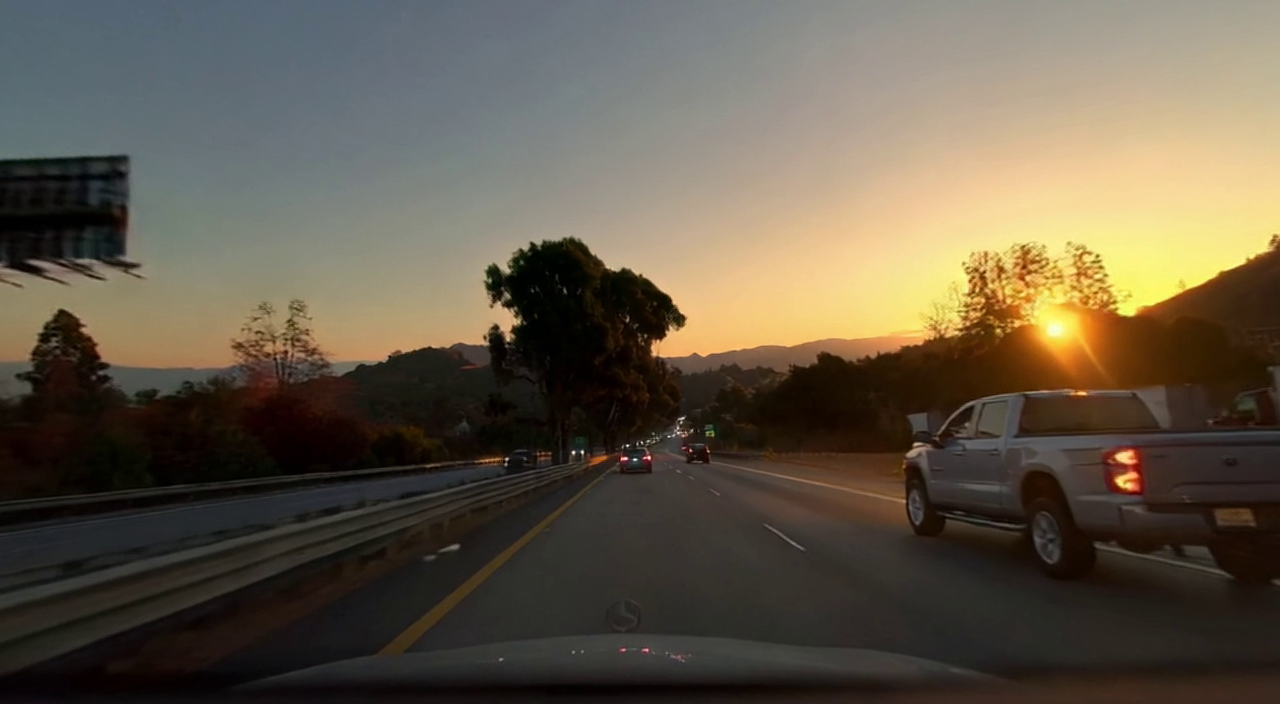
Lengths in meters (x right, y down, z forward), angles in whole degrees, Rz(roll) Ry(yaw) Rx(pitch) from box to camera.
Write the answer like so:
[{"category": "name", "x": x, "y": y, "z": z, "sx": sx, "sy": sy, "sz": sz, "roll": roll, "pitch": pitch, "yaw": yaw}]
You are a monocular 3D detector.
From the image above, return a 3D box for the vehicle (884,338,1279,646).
[{"category": "vehicle", "x": 4.630, "y": 1.235, "z": 6.436, "sx": 2.261, "sy": 1.952, "sz": 4.784, "roll": 0, "pitch": -9, "yaw": 0}]

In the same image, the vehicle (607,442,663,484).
[{"category": "vehicle", "x": -0.185, "y": 4.261, "z": 24.320, "sx": 2.029, "sy": 1.483, "sz": 3.769, "roll": 0, "pitch": -9, "yaw": 0}]

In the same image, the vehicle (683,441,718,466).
[{"category": "vehicle", "x": 4.116, "y": 6.939, "z": 42.958, "sx": 1.936, "sy": 1.589, "sz": 3.915, "roll": 0, "pitch": -9, "yaw": -1}]
